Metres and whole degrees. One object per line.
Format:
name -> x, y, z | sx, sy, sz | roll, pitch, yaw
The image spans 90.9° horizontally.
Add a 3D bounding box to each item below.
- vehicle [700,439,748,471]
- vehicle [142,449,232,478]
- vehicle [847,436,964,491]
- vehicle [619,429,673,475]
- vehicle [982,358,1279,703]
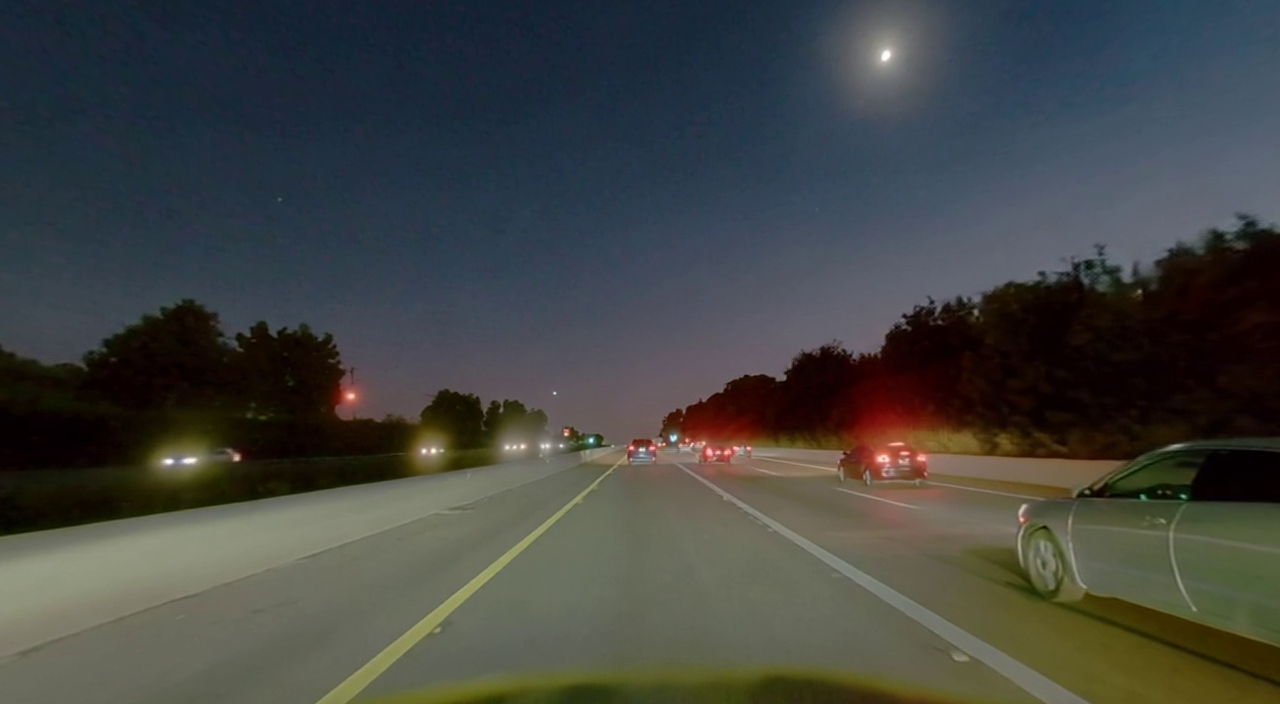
vehicle -> 4.201, 5.213, 32.142 | 1.825, 1.487, 4.034 | 0, -8, -1
vehicle -> -27.425, 6.735, 38.370 | 1.964, 1.614, 4.627 | -1, -8, 1
vehicle -> 8.090, 3.404, 19.676 | 1.810, 1.516, 4.183 | 0, -8, 0
vehicle -> 0.235, 4.400, 27.934 | 2.189, 1.852, 4.038 | 0, -8, 0
vehicle -> 3.742, 0.876, 2.801 | 2.003, 1.661, 4.418 | -1, -8, 1
